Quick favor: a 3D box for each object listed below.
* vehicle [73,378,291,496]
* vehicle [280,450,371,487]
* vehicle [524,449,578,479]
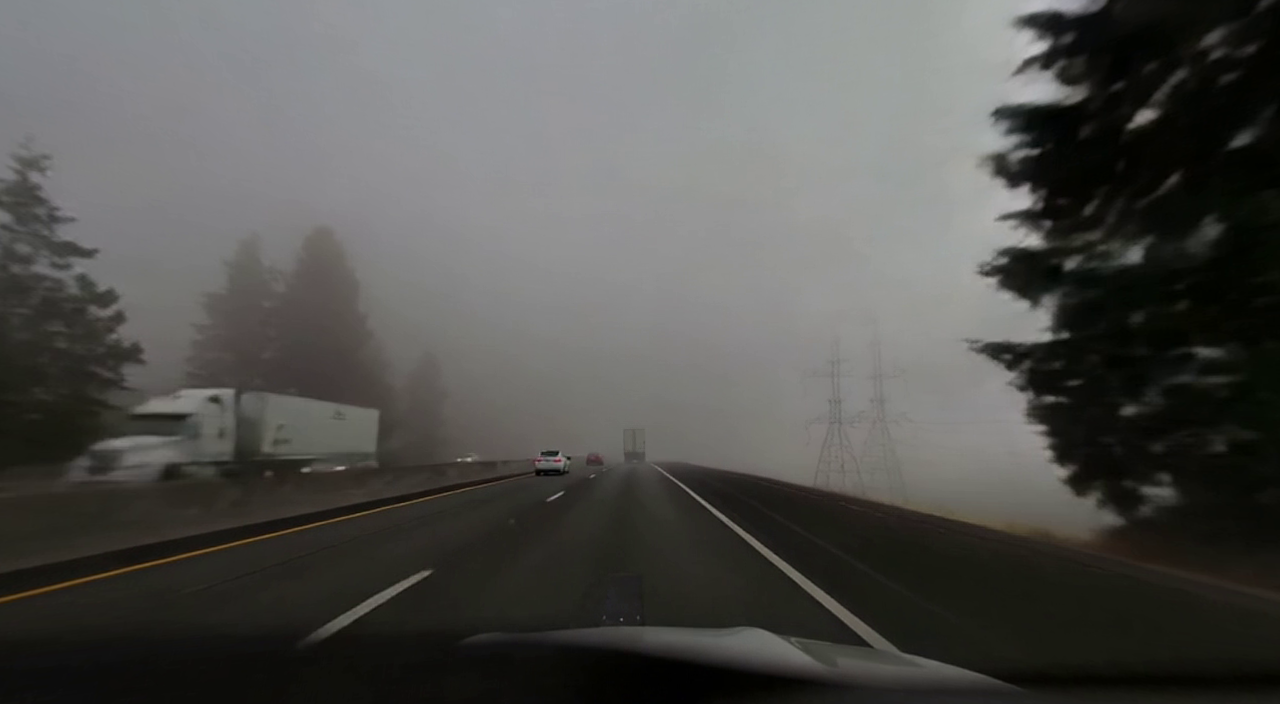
[{"bbox_3d":[-17.207,3.383,24.625,2.941,3.886,7.160,0,-9,0],"label":"vehicle"},{"bbox_3d":[-13.411,4.954,27.189,1.826,1.447,4.044,0,-9,0],"label":"vehicle"},{"bbox_3d":[-4.490,5.742,32.593,2.106,1.445,4.404,0,-9,0],"label":"vehicle"}]
